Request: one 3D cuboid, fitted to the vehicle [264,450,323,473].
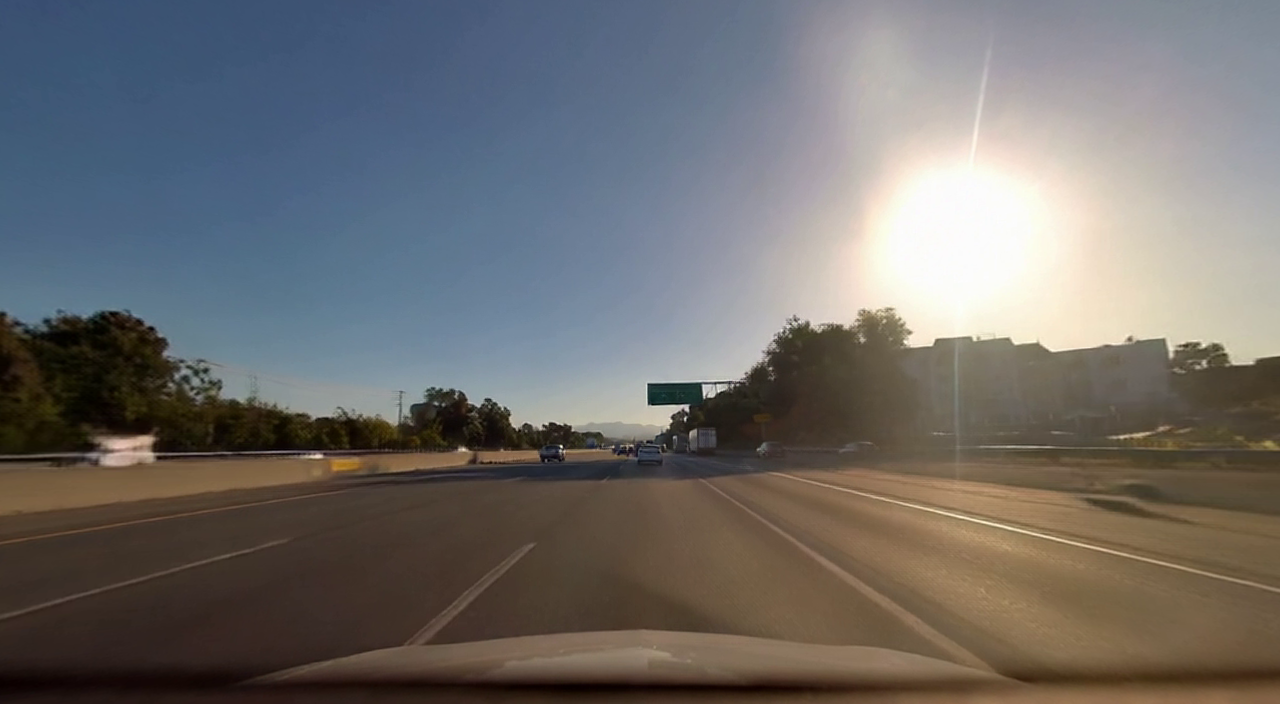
[{"bbox_3d":[-25.096,7.907,45.804,1.777,1.486,4.357,0,-8,0],"label":"vehicle"}]

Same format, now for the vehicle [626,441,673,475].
[{"bbox_3d":[0.407,5.006,29.952,2.112,1.482,4.082,0,-8,0],"label":"vehicle"}]

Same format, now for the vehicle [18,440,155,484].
[{"bbox_3d":[-30.946,6.132,35.651,2.308,2.200,6.021,0,-8,-1],"label":"vehicle"}]

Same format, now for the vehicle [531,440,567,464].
[{"bbox_3d":[-7.122,7.881,49.844,2.093,1.789,4.399,0,-8,1],"label":"vehicle"}]
